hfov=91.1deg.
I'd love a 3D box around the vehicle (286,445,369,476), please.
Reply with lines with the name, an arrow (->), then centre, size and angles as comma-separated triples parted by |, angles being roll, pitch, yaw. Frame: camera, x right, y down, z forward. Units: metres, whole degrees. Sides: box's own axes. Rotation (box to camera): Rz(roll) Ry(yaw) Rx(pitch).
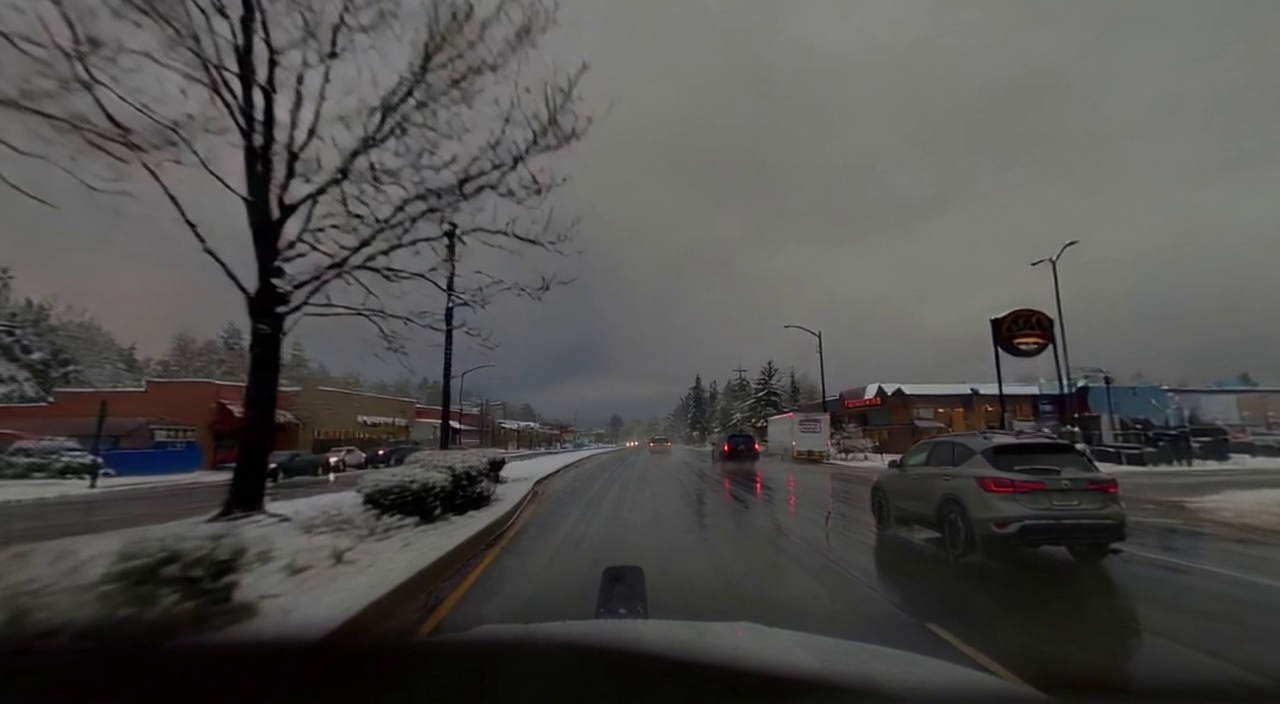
vehicle -> -18.223, 6.330, 36.936 | 2.311, 1.615, 4.868 | 0, -8, 1

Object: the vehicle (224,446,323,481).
vehicle -> -18.376, 5.579, 31.812 | 1.947, 1.580, 4.857 | 0, -8, 2

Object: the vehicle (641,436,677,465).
vehicle -> 1.156, 6.047, 38.753 | 2.098, 1.682, 3.778 | 0, -8, 1

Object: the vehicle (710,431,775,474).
vehicle -> 4.357, 4.348, 27.289 | 2.115, 1.692, 4.189 | 0, -8, 0

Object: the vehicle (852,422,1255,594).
vehicle -> 4.332, 1.676, 7.710 | 1.908, 1.463, 4.506 | 0, -8, 1
